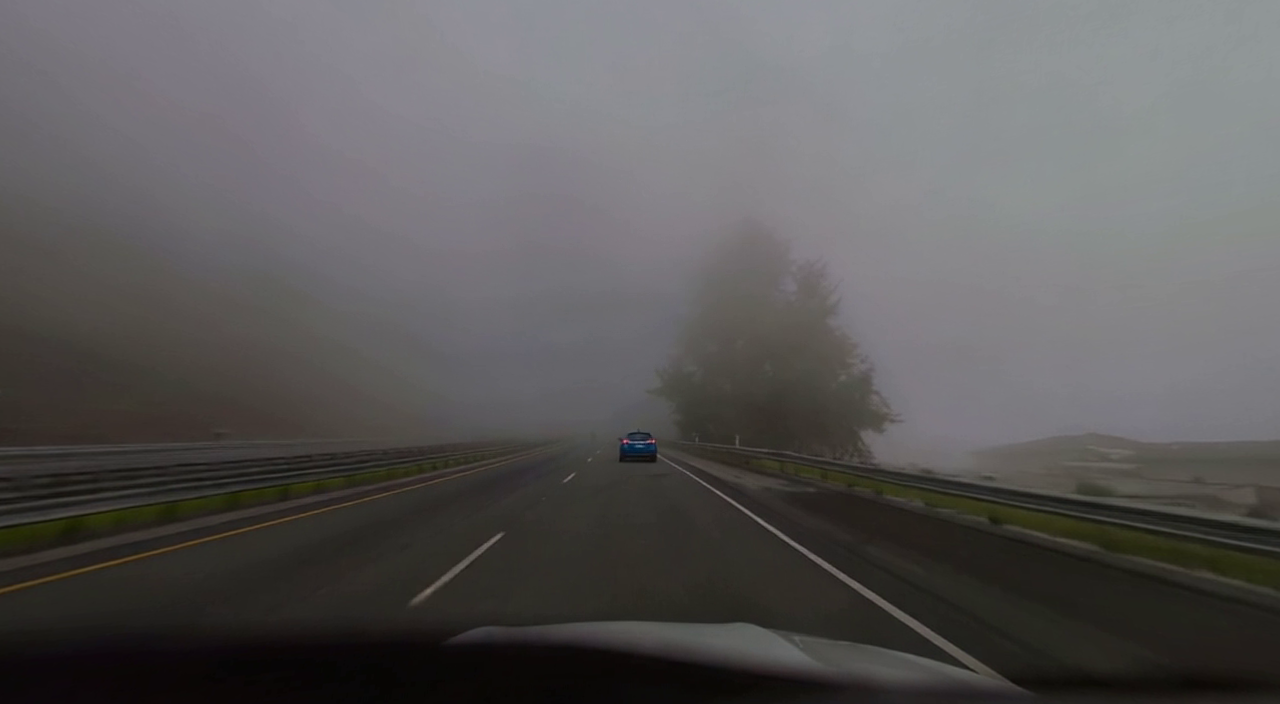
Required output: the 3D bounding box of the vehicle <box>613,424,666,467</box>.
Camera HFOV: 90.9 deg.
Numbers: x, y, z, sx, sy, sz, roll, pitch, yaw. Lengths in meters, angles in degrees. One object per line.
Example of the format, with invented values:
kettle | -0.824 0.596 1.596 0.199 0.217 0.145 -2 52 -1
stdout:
vehicle | -0.088 3.854 26.158 2.020 1.633 3.942 0 -8 -2
